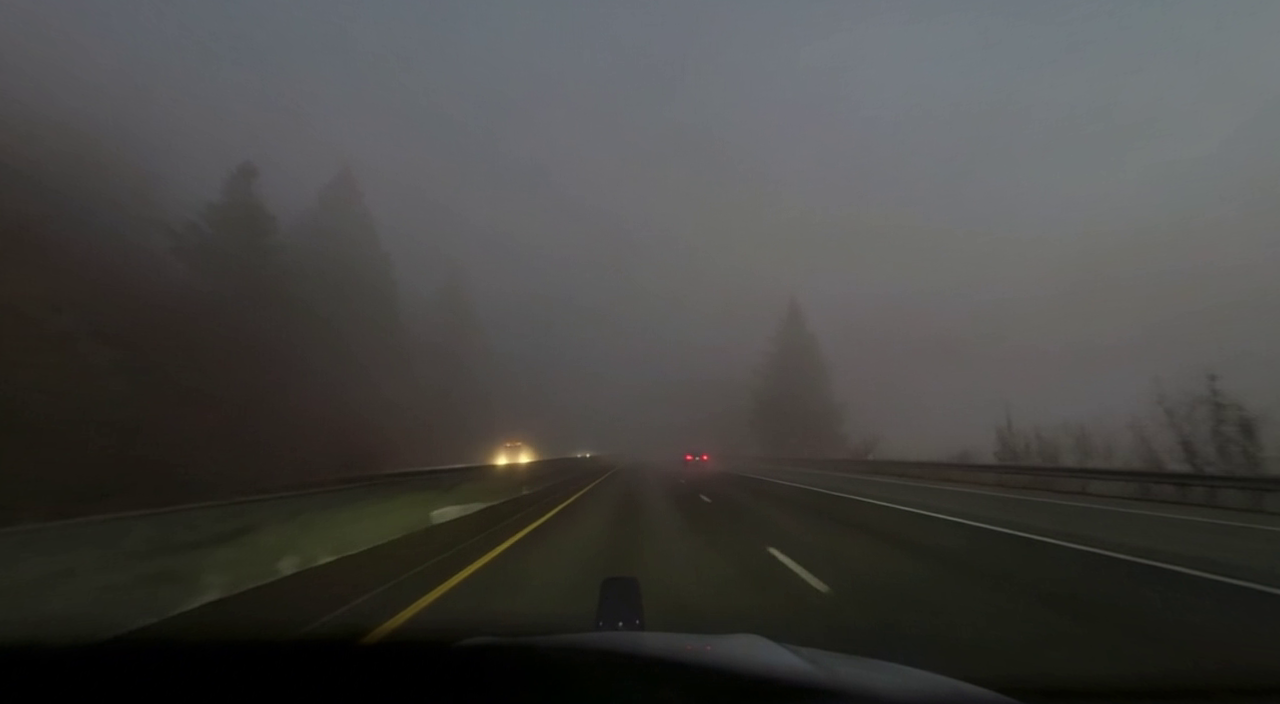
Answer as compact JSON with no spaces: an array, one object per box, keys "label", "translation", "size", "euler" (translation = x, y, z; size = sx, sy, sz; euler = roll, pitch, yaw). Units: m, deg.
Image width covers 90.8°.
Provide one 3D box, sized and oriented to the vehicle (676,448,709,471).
[{"label":"vehicle","translation":[3.729,7.713,45.414],"size":[2.013,1.584,3.995],"euler":[0,-9,-1]}]
